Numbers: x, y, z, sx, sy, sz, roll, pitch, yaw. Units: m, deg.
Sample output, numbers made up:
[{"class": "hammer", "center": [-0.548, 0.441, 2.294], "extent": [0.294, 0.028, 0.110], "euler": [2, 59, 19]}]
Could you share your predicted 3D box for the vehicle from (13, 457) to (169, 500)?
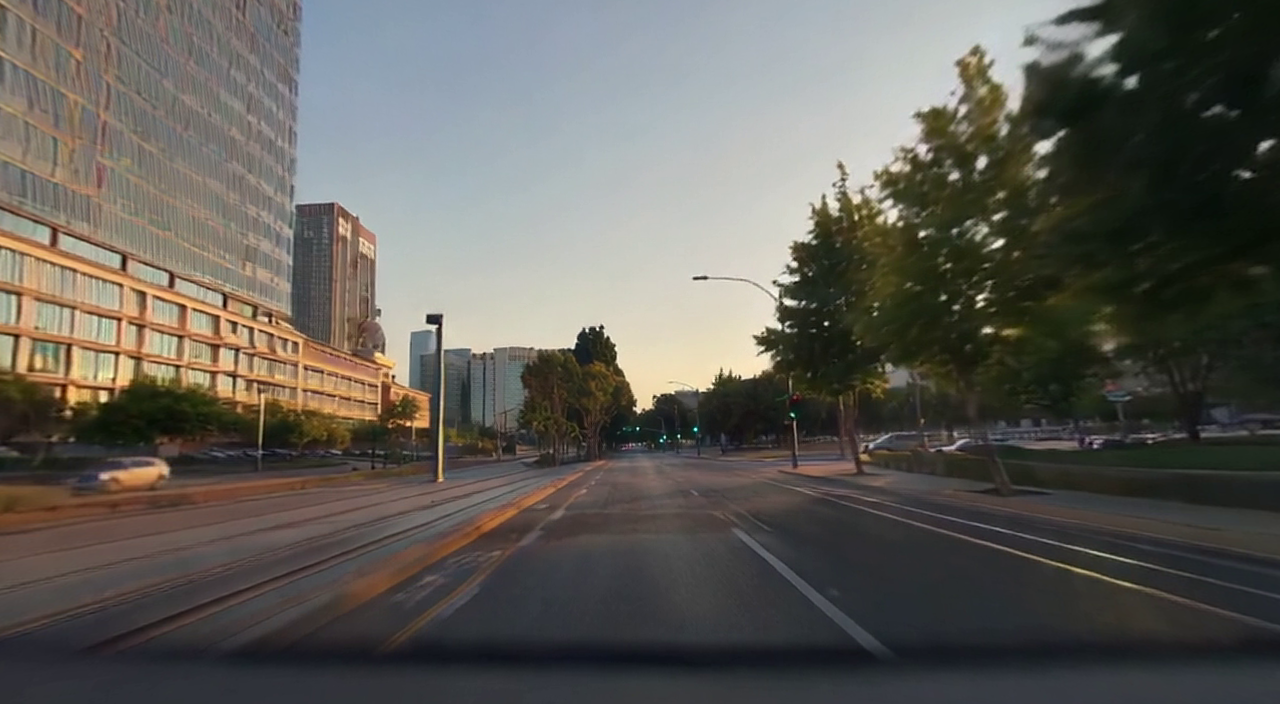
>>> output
[{"class": "vehicle", "center": [-21.257, 4.875, 24.809], "extent": [1.867, 1.464, 4.748], "euler": [0, -9, 0]}]
